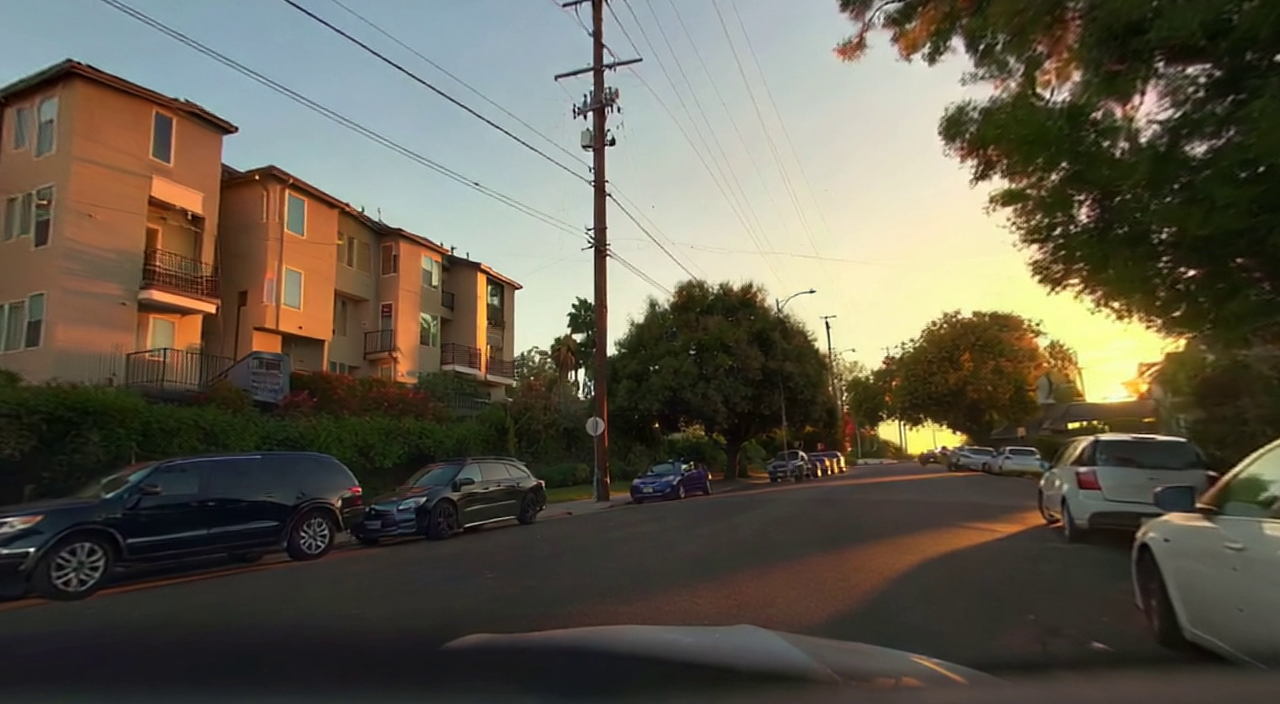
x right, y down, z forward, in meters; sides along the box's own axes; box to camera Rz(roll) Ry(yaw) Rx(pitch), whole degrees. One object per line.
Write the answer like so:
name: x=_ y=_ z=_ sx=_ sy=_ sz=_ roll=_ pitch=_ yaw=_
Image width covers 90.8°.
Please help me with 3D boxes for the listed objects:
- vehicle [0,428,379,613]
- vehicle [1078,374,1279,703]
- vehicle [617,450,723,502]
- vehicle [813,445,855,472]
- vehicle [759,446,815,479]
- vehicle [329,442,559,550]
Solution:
vehicle: x=-6.440 y=2.220 z=8.845 sx=1.973 sy=1.848 sz=5.100 roll=-12 pitch=-14 yaw=24
vehicle: x=3.686 y=1.035 z=3.053 sx=2.030 sy=1.535 sz=4.683 roll=-5 pitch=-10 yaw=29
vehicle: x=1.246 y=4.635 z=23.931 sx=2.017 sy=1.582 sz=4.664 roll=-12 pitch=-13 yaw=27
vehicle: x=14.920 y=8.215 z=48.342 sx=1.953 sy=1.699 sz=4.234 roll=-10 pitch=-16 yaw=29
vehicle: x=8.758 y=6.470 z=37.316 sx=2.011 sy=1.801 sz=4.676 roll=-5 pitch=-10 yaw=28
vehicle: x=-3.911 y=2.991 z=13.483 sx=2.068 sy=1.745 sz=4.579 roll=-11 pitch=-14 yaw=24
